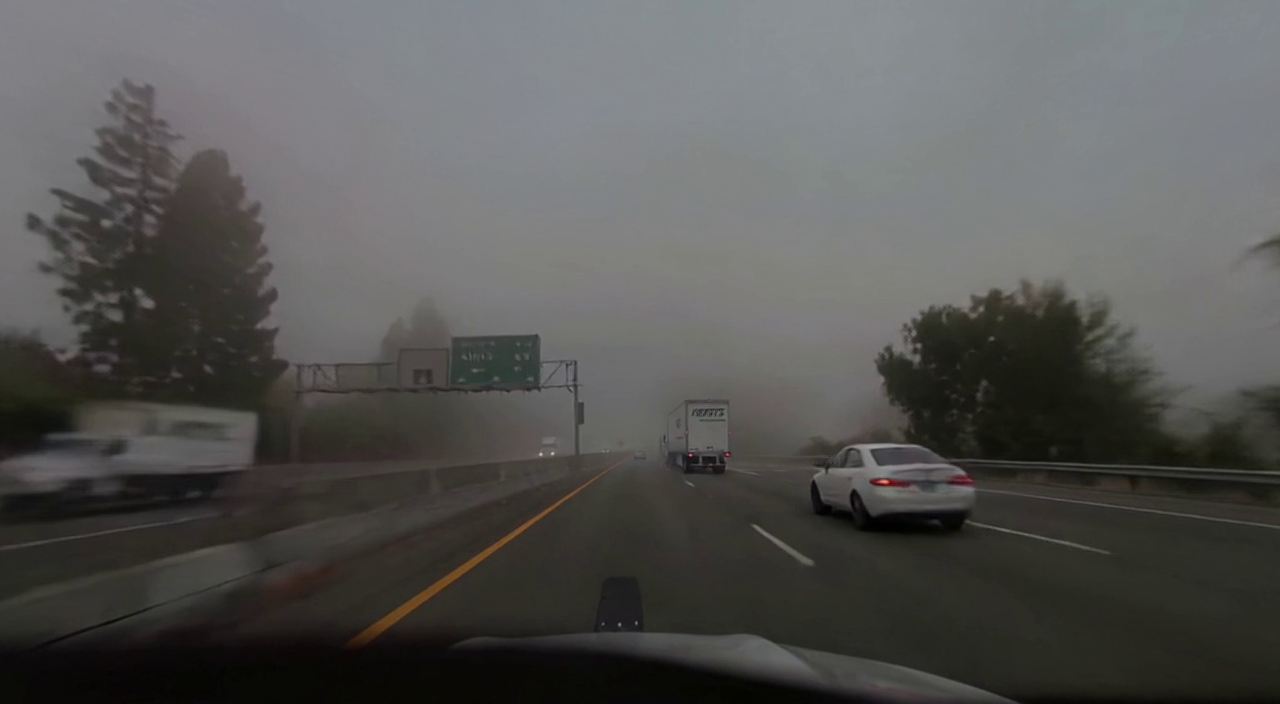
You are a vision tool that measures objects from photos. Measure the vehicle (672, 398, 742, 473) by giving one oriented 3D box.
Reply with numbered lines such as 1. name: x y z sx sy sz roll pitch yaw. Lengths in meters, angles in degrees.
1. vehicle: 3.965 5.642 41.199 2.926 4.060 14.068 0 -9 0

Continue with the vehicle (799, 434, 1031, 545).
1. vehicle: 4.219 2.174 10.546 1.917 1.471 4.149 0 -9 -1
